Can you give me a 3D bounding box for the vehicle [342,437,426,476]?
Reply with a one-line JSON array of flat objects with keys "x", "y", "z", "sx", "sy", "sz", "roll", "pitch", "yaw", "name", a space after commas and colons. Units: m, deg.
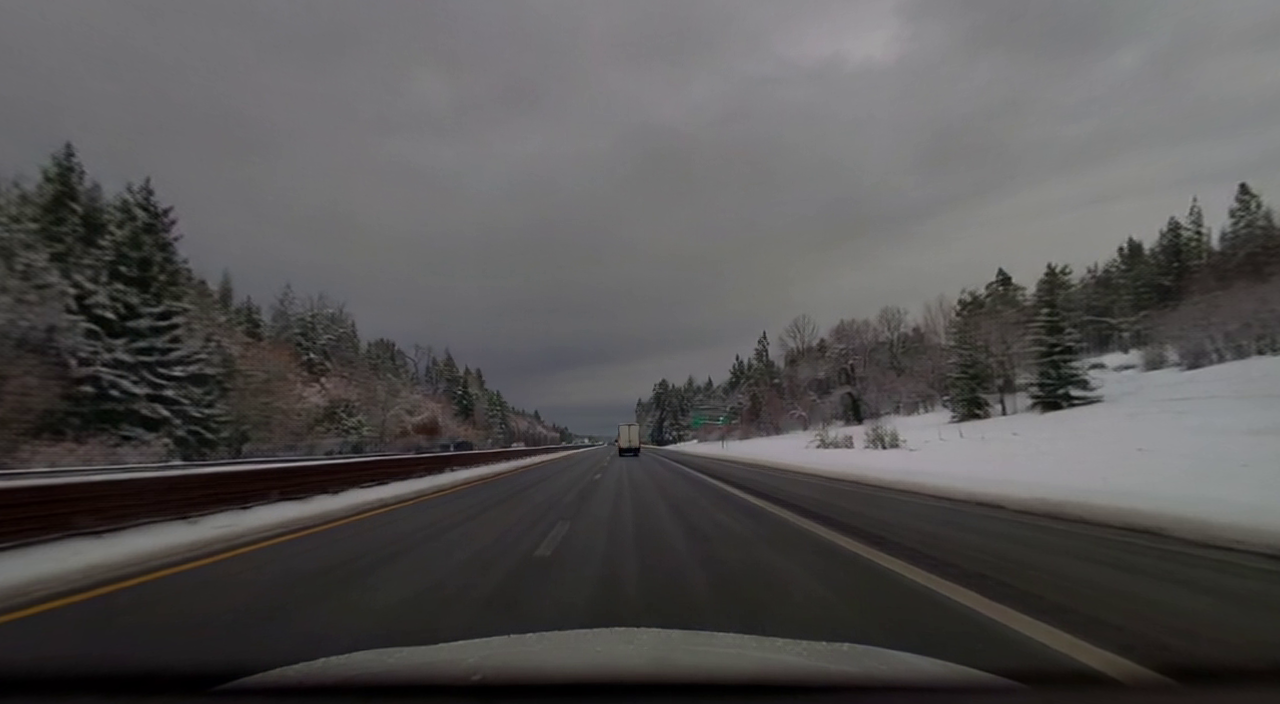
[{"x": -12.512, "y": 5.130, "z": 31.167, "sx": 2.079, "sy": 1.724, "sz": 5.079, "roll": 0, "pitch": -8, "yaw": -1, "name": "vehicle"}]
